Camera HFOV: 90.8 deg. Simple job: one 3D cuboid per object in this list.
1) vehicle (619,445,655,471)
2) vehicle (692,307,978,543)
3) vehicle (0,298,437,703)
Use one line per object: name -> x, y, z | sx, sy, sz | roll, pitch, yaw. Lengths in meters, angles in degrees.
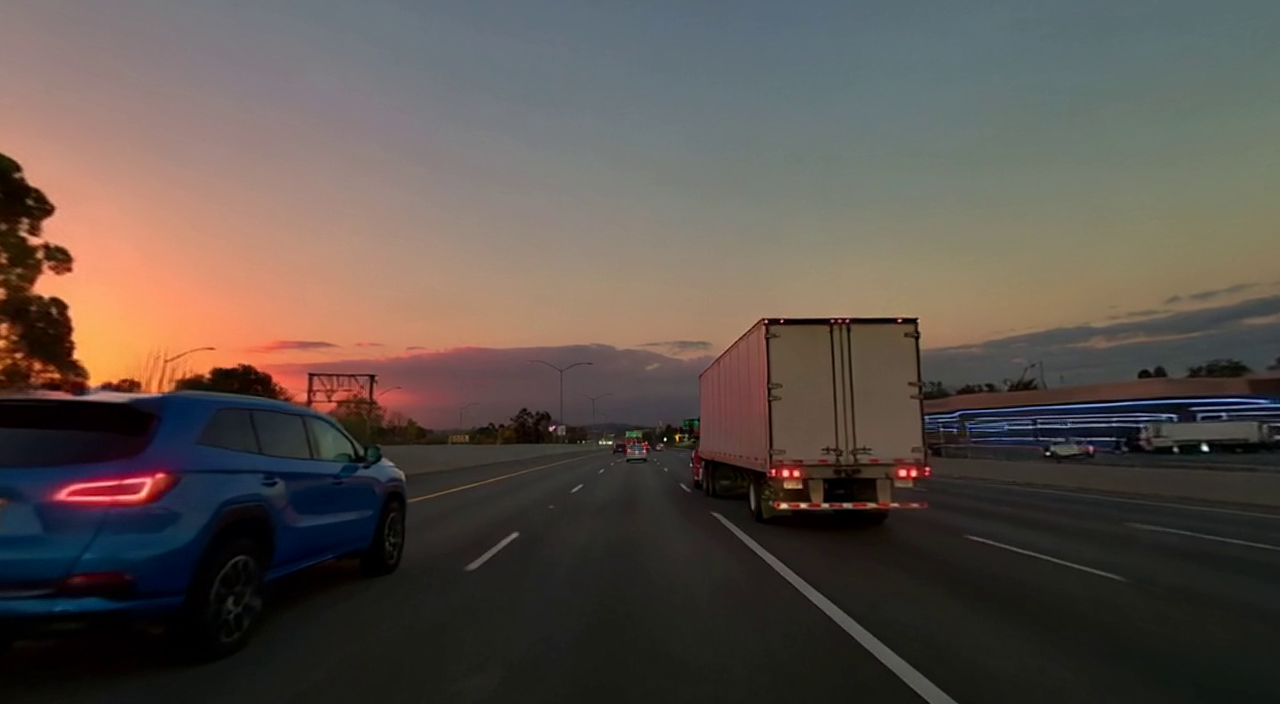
vehicle -> -0.172, 5.987, 35.914 | 1.929, 1.395, 3.999 | 0, -9, 0
vehicle -> 3.173, 1.804, 14.434 | 2.934, 3.325, 10.986 | 0, -9, 0
vehicle -> -3.357, 1.045, 4.529 | 2.229, 1.806, 4.698 | 0, -9, 0
